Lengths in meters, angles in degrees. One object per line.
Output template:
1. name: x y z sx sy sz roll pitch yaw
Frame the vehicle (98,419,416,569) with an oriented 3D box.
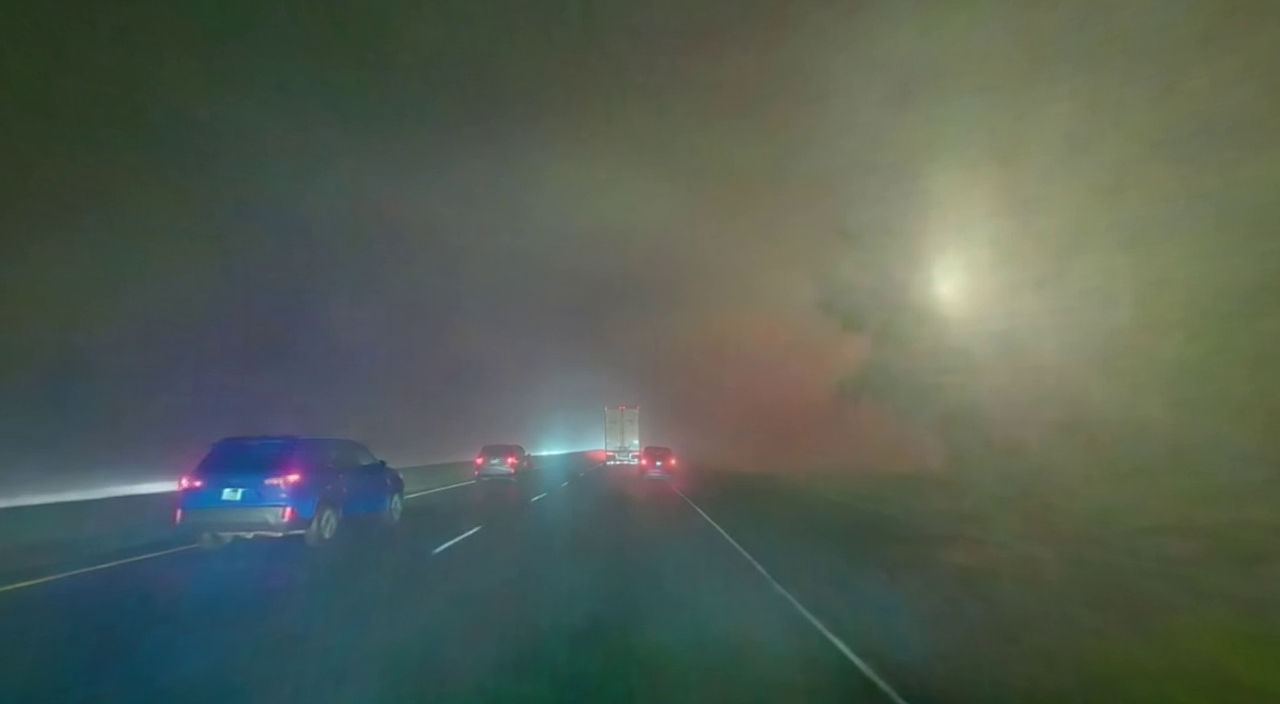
1. vehicle: -5.101 1.933 9.239 2.100 1.671 4.105 0 -9 -1

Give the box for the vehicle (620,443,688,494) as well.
1. vehicle: 0.398 3.791 20.712 2.026 1.489 4.045 0 -9 0

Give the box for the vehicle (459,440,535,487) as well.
1. vehicle: -5.425 4.276 24.333 2.035 1.664 4.064 0 -9 -1

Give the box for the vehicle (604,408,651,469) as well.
1. vehicle: -1.017 6.600 47.217 3.113 4.066 10.786 0 -9 -2
